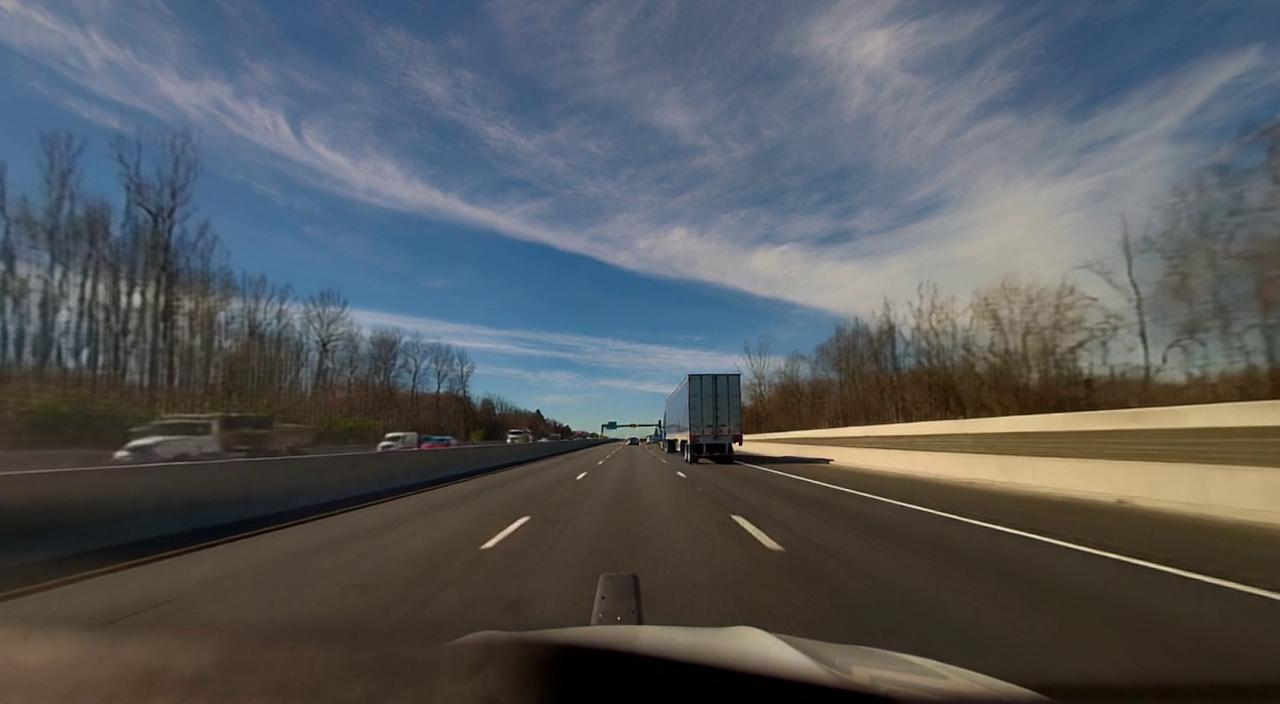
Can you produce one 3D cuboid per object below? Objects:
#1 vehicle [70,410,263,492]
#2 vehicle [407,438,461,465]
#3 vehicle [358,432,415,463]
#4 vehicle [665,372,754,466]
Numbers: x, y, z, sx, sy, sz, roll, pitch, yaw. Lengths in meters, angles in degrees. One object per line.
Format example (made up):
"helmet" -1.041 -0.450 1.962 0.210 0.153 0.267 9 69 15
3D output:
"vehicle" -15.922 3.343 21.723 2.353 2.443 5.476 0 -8 0
"vehicle" -12.410 5.980 38.136 1.838 1.534 4.240 0 -8 -1
"vehicle" -19.824 7.462 49.412 2.313 2.319 5.079 0 -8 0
"vehicle" 3.407 4.009 35.893 2.979 4.161 15.508 0 -8 -1
